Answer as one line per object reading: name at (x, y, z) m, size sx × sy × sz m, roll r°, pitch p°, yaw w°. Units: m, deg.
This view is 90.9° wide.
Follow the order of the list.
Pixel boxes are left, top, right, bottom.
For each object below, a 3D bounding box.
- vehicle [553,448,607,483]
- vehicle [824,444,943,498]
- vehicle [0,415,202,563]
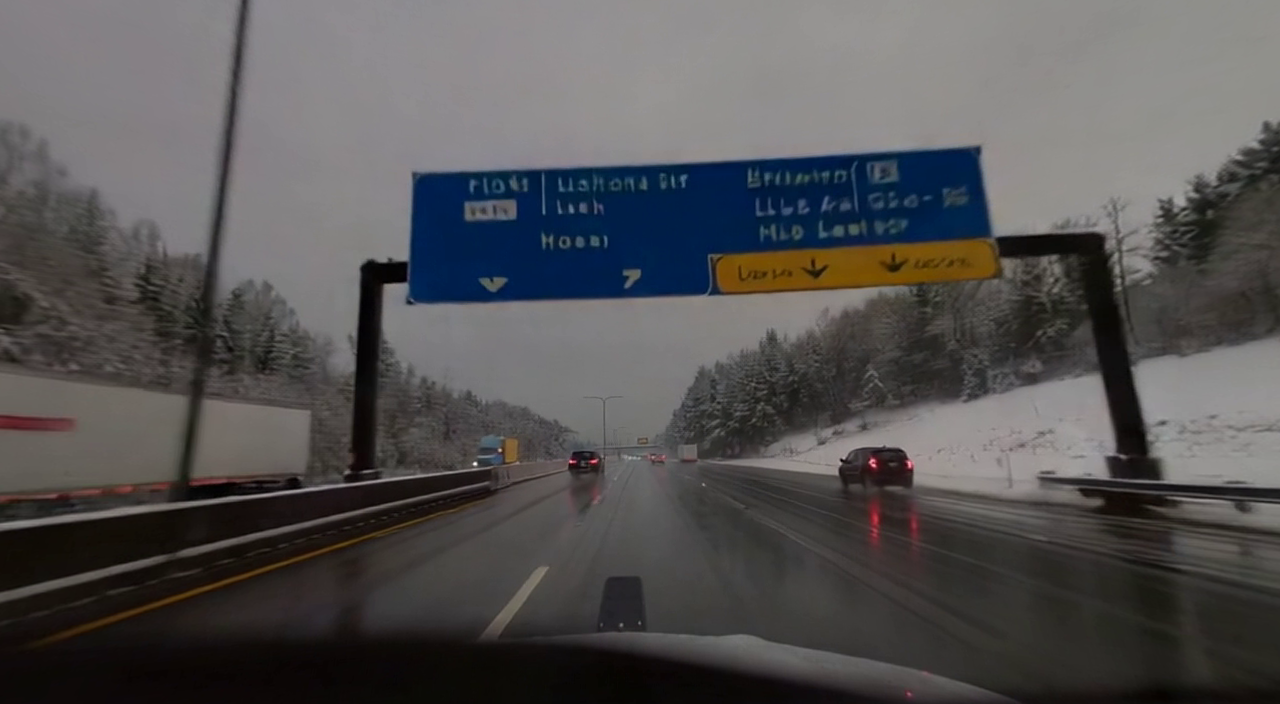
vehicle at (-2.814, 5.430, 30.448) m, size 2.191 × 1.563 × 4.318 m, roll 0°, pitch -9°, yaw 0°
vehicle at (7.623, 3.750, 20.271) m, size 1.943 × 1.493 × 4.507 m, roll 0°, pitch -9°, yaw -1°
vehicle at (-11.422, 2.391, 11.353) m, size 2.334 × 2.350 × 6.510 m, roll 0°, pitch -9°, yaw 0°
